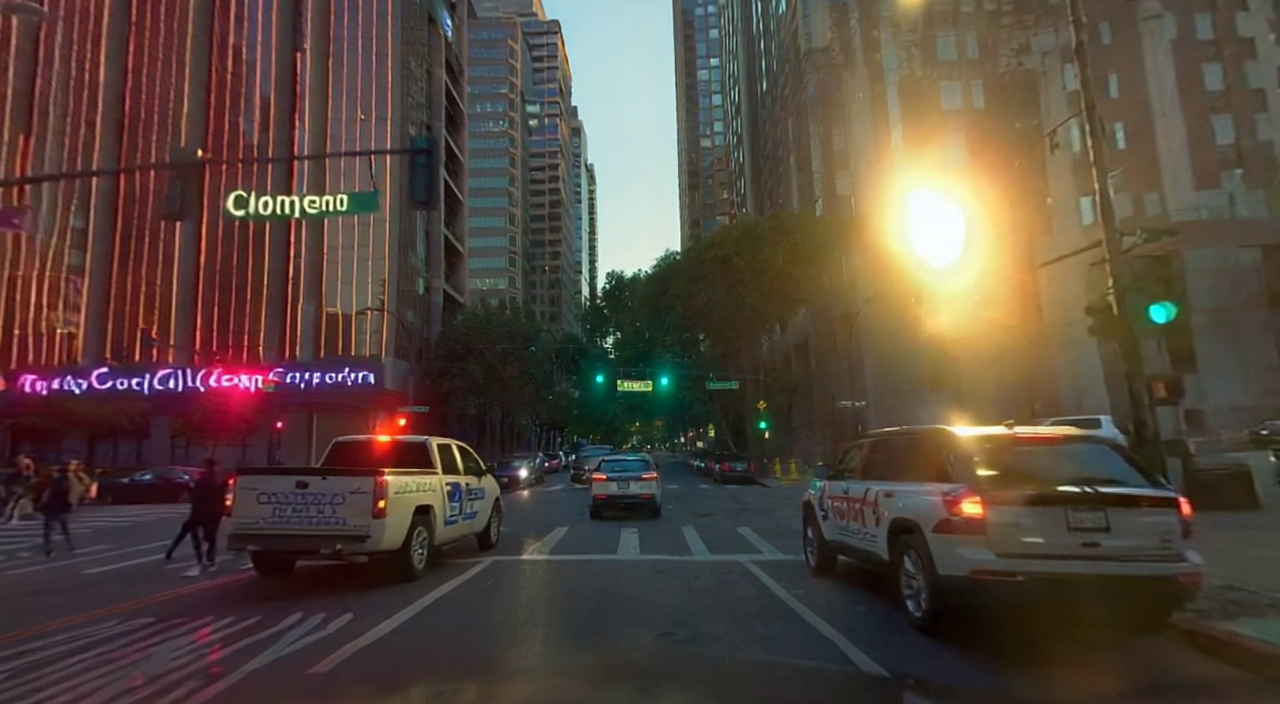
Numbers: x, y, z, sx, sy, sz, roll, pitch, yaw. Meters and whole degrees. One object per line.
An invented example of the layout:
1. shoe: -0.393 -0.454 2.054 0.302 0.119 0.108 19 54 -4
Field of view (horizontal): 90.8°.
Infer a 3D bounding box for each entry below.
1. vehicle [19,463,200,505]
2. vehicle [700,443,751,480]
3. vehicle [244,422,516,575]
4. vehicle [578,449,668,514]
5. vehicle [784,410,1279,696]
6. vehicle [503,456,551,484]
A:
1. vehicle: -20.331 5.072 24.393 5.153 1.449 1.966 0 -8 0
2. vehicle: 5.670 7.351 42.689 2.420 2.300 5.313 0 -8 -2
3. vehicle: -3.678 2.171 10.376 2.190 1.840 5.272 0 -8 0
4. vehicle: -0.390 3.335 16.829 2.092 1.454 4.132 0 -8 0
5. vehicle: 3.042 1.581 6.322 2.072 1.735 4.759 0 -8 0
6. vehicle: -6.669 7.015 37.875 2.052 1.471 4.225 0 -8 1
